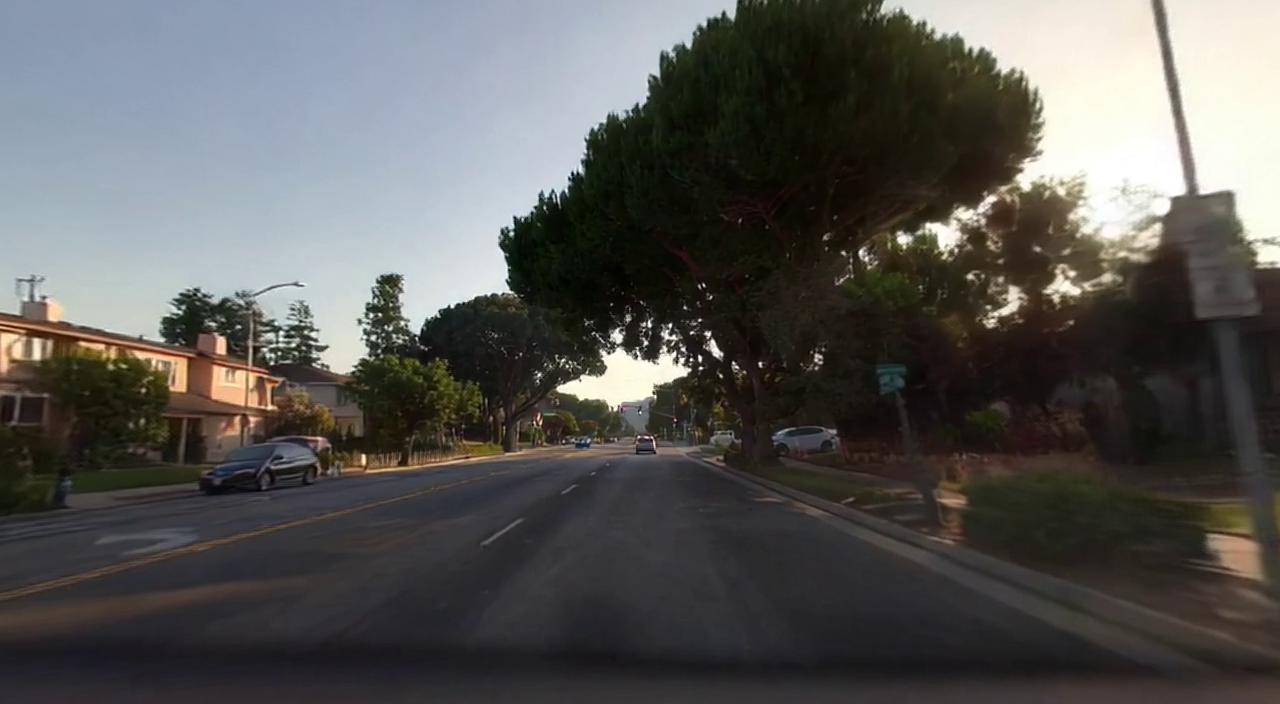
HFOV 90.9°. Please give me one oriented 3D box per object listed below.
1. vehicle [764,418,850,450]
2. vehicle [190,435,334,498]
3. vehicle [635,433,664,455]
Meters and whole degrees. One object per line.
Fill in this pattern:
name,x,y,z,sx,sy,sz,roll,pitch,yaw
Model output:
vehicle,10.372,5.115,39.354,4.746,1.485,1.916,-6,-8,0
vehicle,-14.134,4.227,24.081,2.337,1.850,5.448,-4,-6,-2
vehicle,0.712,6.933,47.318,2.088,1.607,3.903,0,-9,1
